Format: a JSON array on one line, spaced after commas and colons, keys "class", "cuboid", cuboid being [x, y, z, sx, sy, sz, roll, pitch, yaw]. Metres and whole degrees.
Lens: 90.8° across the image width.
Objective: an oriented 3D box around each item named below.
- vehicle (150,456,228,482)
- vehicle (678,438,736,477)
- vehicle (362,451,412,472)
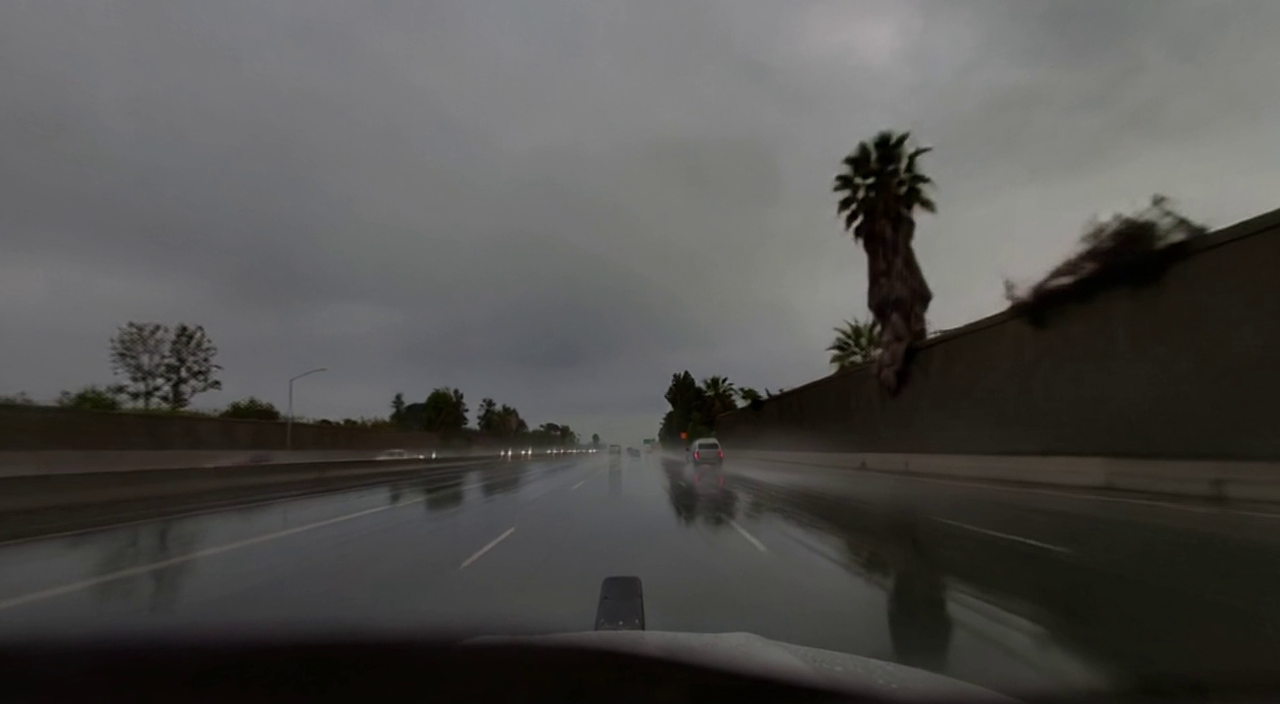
[{"class": "vehicle", "cuboid": [-31.152, 8.067, 43.810, 1.980, 1.648, 4.724, 0, -9, -1]}, {"class": "vehicle", "cuboid": [3.041, 4.926, 29.717, 2.130, 1.677, 4.317, 0, -9, -2]}, {"class": "vehicle", "cuboid": [-19.795, 8.594, 49.650, 1.954, 1.499, 4.820, 0, -9, 0]}]
